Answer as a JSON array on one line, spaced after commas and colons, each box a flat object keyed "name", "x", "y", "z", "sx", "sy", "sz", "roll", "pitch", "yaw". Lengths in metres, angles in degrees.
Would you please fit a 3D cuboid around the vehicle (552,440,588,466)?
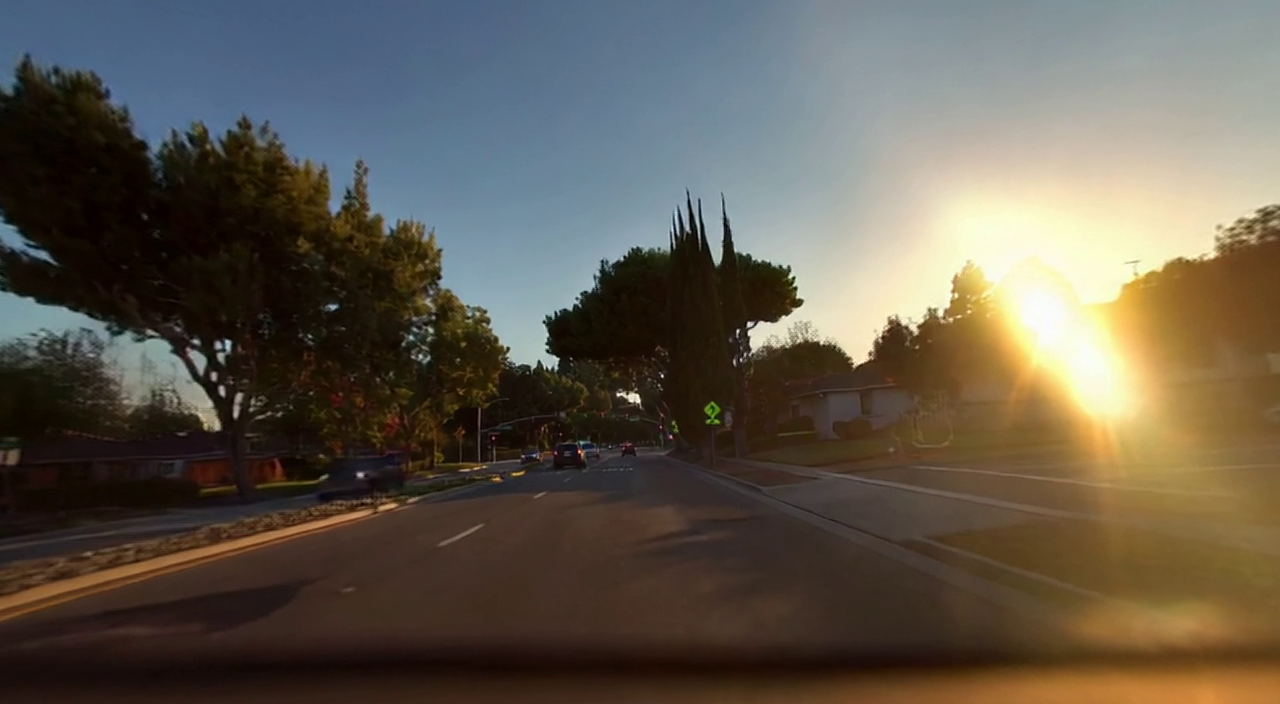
[{"name": "vehicle", "x": -4.877, "y": 7.123, "z": 44.661, "sx": 2.065, "sy": 1.714, "sz": 4.272, "roll": 0, "pitch": -8, "yaw": 0}]

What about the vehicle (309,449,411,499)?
[{"name": "vehicle", "x": -11.079, "y": 4.822, "z": 25.385, "sx": 2.121, "sy": 1.769, "sz": 4.359, "roll": 0, "pitch": -8, "yaw": -1}]
